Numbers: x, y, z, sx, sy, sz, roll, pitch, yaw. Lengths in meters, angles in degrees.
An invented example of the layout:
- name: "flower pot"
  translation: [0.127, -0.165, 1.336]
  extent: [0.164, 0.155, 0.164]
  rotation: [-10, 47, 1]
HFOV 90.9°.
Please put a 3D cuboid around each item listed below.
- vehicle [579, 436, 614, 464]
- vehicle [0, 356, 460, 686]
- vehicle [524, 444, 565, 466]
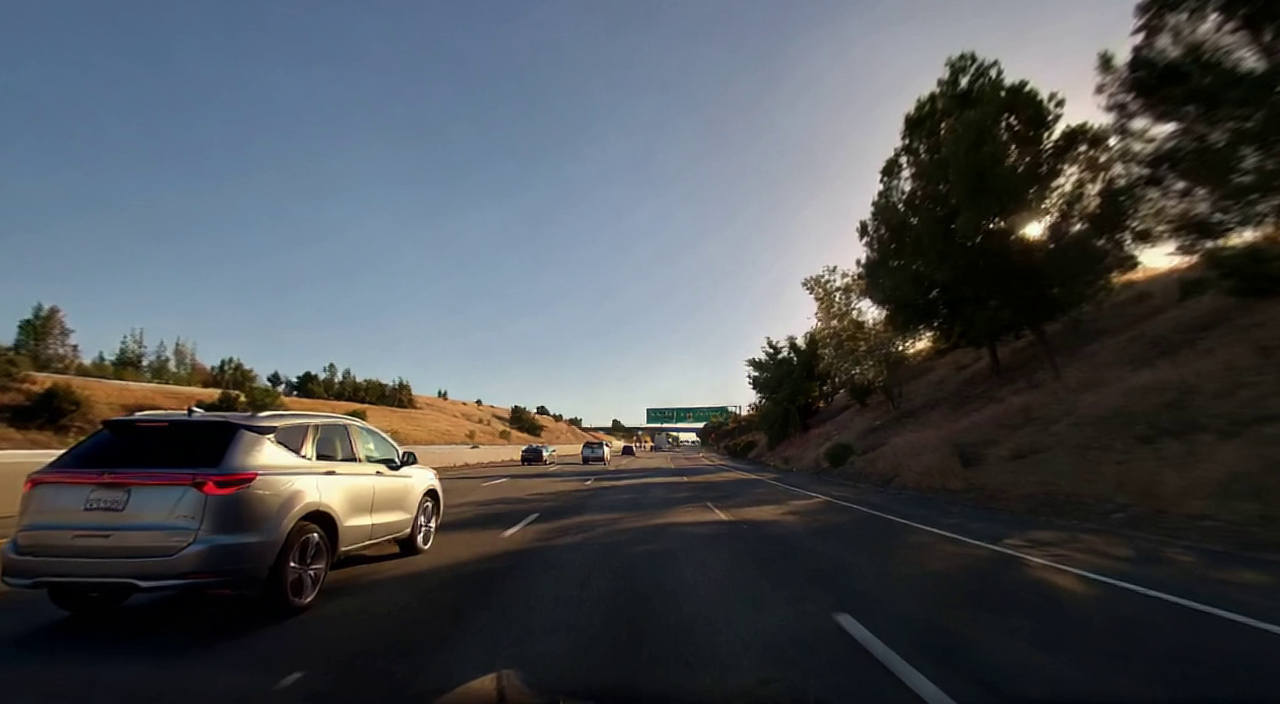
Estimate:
- name: "vehicle"
  translation: [-3.290, 7.682, 49.255]
  extent: [2.181, 2.047, 5.088]
  rotation: [0, -9, 2]
- name: "vehicle"
  translation: [-3.609, 1.310, 6.036]
  extent: [2.218, 1.848, 4.789]
  rotation: [0, -9, 2]
- name: "vehicle"
  translation: [-6.889, 7.496, 46.145]
  extent: [2.145, 1.512, 4.404]
  rotation: [0, -9, 2]
